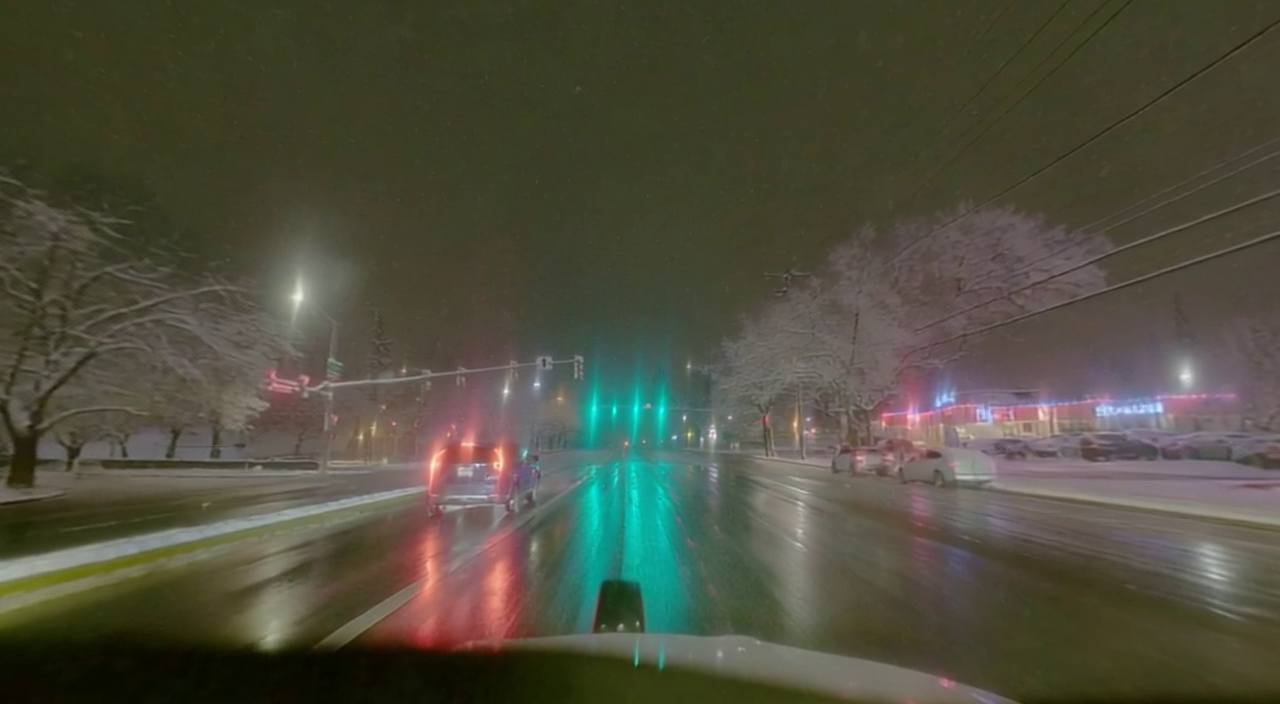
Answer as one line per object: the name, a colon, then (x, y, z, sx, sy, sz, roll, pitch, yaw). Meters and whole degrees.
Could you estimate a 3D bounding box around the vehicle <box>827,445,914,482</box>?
vehicle: (10.158, 4.928, 28.258, 1.987, 1.487, 4.753, 0, -8, -2)

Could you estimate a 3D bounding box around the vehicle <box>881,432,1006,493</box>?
vehicle: (10.337, 3.776, 22.026, 1.998, 1.862, 4.658, 0, -8, 0)

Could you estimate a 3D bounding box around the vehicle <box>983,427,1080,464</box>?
vehicle: (26.766, 6.434, 43.642, 2.320, 2.321, 7.026, 0, -8, 1)

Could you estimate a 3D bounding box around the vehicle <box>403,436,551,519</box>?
vehicle: (-3.202, 2.538, 13.335, 2.185, 1.473, 3.925, 0, -8, -2)

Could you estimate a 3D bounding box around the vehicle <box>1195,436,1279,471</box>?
vehicle: (28.878, 4.703, 29.463, 1.891, 1.504, 4.551, 0, -8, 1)
